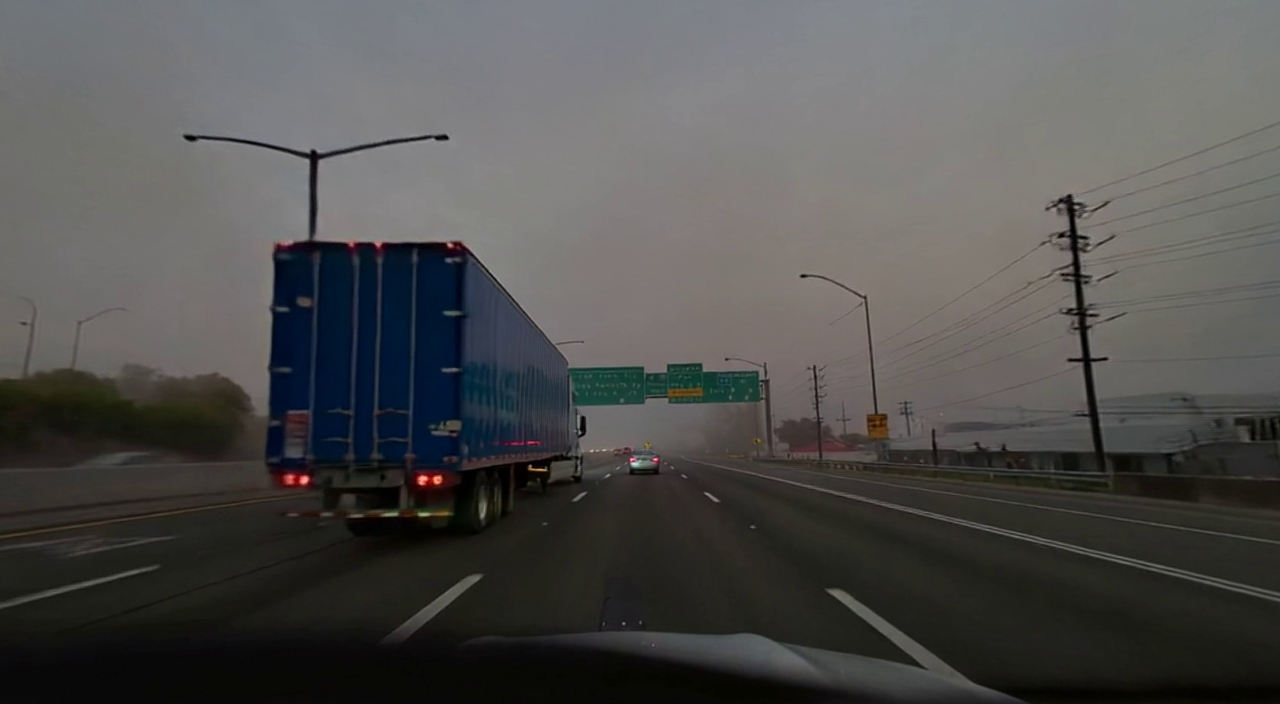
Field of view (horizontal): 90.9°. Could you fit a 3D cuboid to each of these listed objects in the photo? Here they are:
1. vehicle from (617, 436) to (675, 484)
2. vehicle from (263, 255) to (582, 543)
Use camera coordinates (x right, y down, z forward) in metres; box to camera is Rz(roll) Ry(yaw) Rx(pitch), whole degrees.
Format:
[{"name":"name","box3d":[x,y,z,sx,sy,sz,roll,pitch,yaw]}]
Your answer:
[{"name":"vehicle","box3d":[0.229,4.565,26.898,2.279,1.837,4.747,0,-8,0]},{"name":"vehicle","box3d":[-3.933,1.835,17.520,2.888,4.308,16.259,0,-8,1]}]
